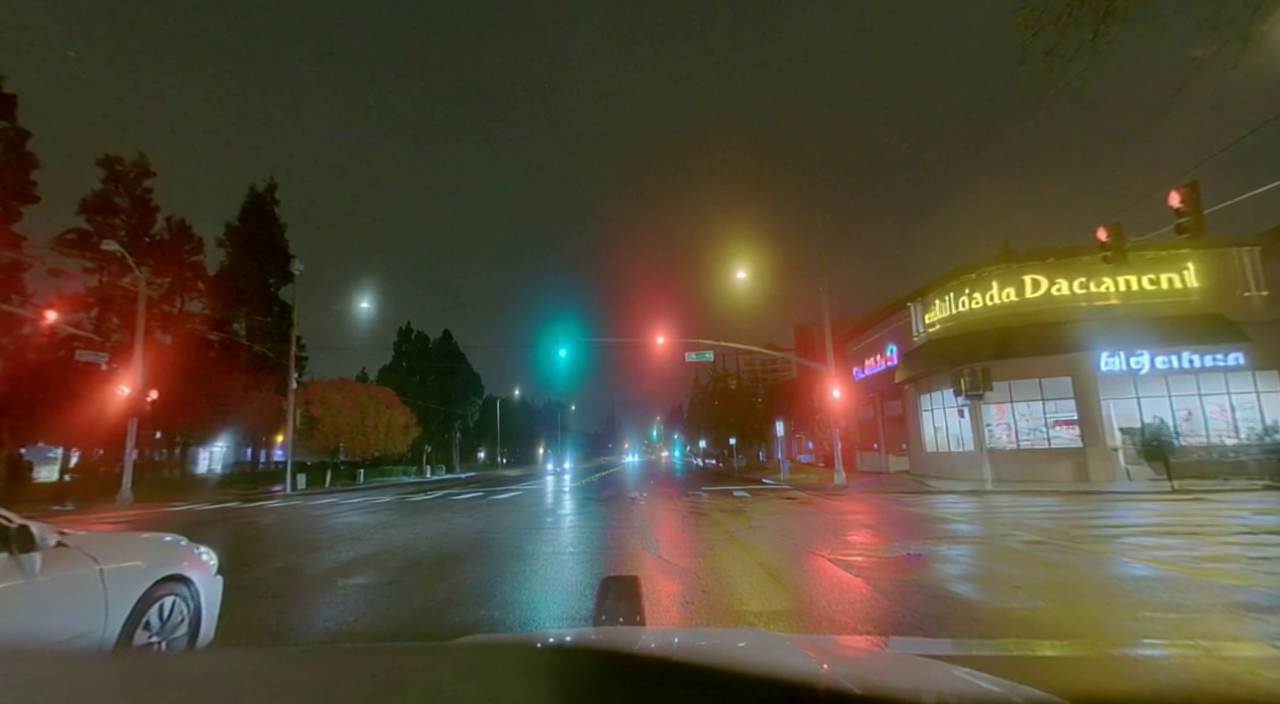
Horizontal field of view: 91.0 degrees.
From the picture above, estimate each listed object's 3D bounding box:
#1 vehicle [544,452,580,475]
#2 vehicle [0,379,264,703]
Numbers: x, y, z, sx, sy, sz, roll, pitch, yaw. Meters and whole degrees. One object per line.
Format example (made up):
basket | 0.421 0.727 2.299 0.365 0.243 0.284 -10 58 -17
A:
vehicle | -5.936 8.516 48.361 1.967 1.633 4.325 0 -9 3
vehicle | -3.496 0.853 1.972 1.947 1.627 4.248 0 -9 1
